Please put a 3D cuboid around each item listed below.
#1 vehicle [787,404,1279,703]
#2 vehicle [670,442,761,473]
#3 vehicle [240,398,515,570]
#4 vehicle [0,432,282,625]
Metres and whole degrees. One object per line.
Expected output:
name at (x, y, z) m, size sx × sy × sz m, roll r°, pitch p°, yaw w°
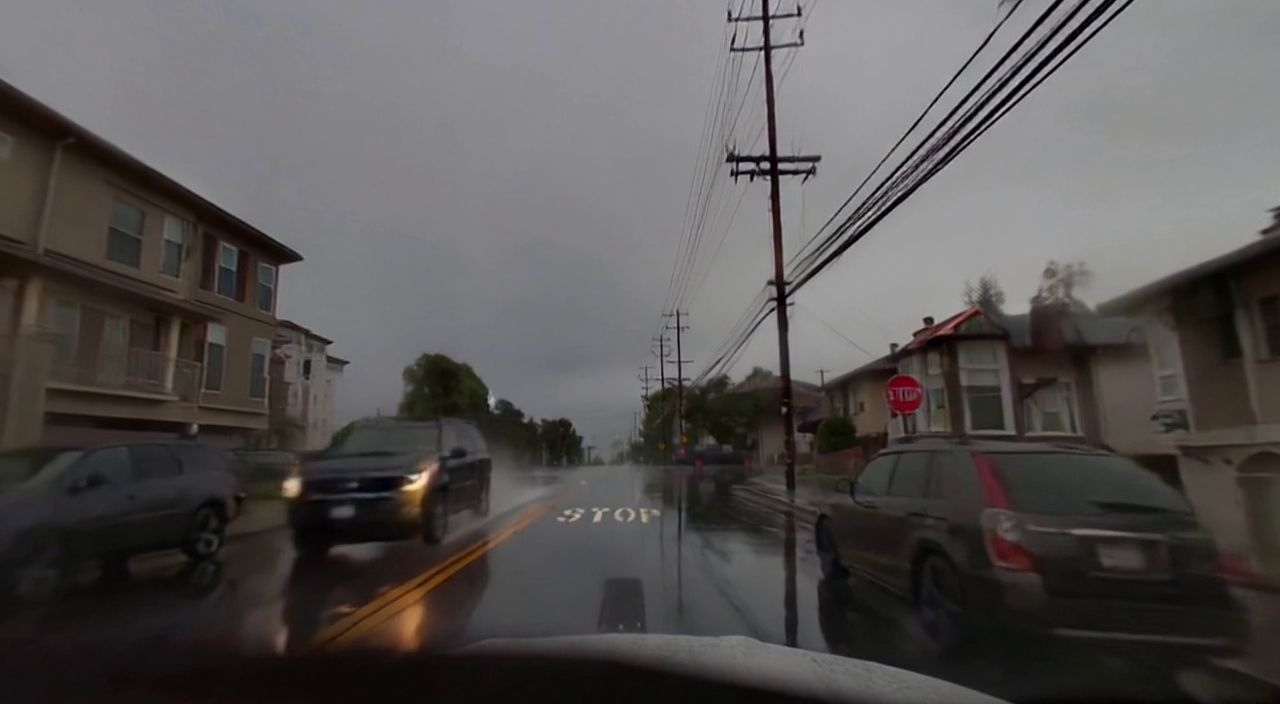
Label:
vehicle at (2.729, 1.325, 4.961) m, size 2.080 × 1.531 × 4.415 m, roll 0°, pitch -9°, yaw 0°
vehicle at (5.027, 7.069, 42.322) m, size 5.578 × 1.842 × 2.300 m, roll 4°, pitch -10°, yaw -12°
vehicle at (-3.488, 1.858, 9.636) m, size 2.277 × 1.970 × 4.512 m, roll 0°, pitch -9°, yaw -1°
vehicle at (-6.841, 1.900, 7.718) m, size 2.156 × 1.728 × 4.619 m, roll -2°, pitch -8°, yaw 2°
